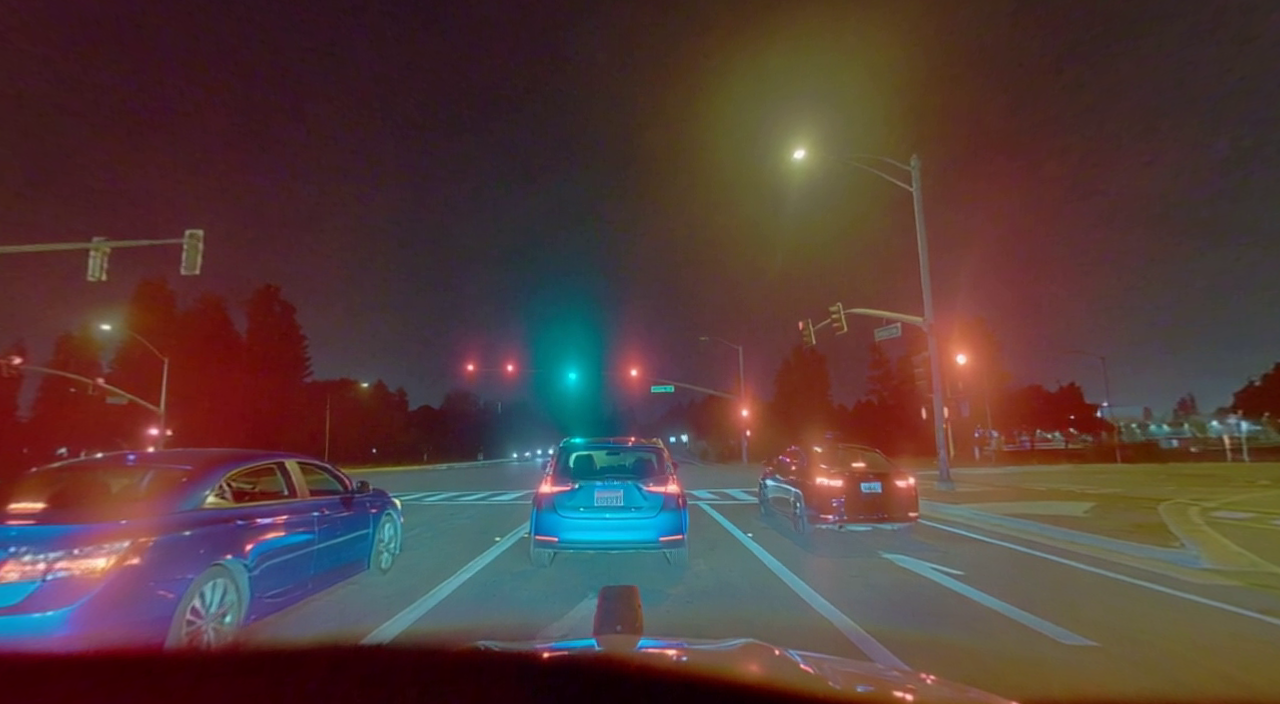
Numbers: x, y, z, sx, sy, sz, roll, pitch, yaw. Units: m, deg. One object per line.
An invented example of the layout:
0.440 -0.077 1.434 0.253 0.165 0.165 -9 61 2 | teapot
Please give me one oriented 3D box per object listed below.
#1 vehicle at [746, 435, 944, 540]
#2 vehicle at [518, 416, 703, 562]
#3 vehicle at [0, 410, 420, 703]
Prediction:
3.274 2.249 11.209 1.970 1.449 4.433 0 -8 -1 | vehicle
-0.344 1.802 8.978 2.038 1.599 3.844 0 -8 -1 | vehicle
-3.577 1.326 5.024 2.052 1.472 4.479 0 -8 0 | vehicle
